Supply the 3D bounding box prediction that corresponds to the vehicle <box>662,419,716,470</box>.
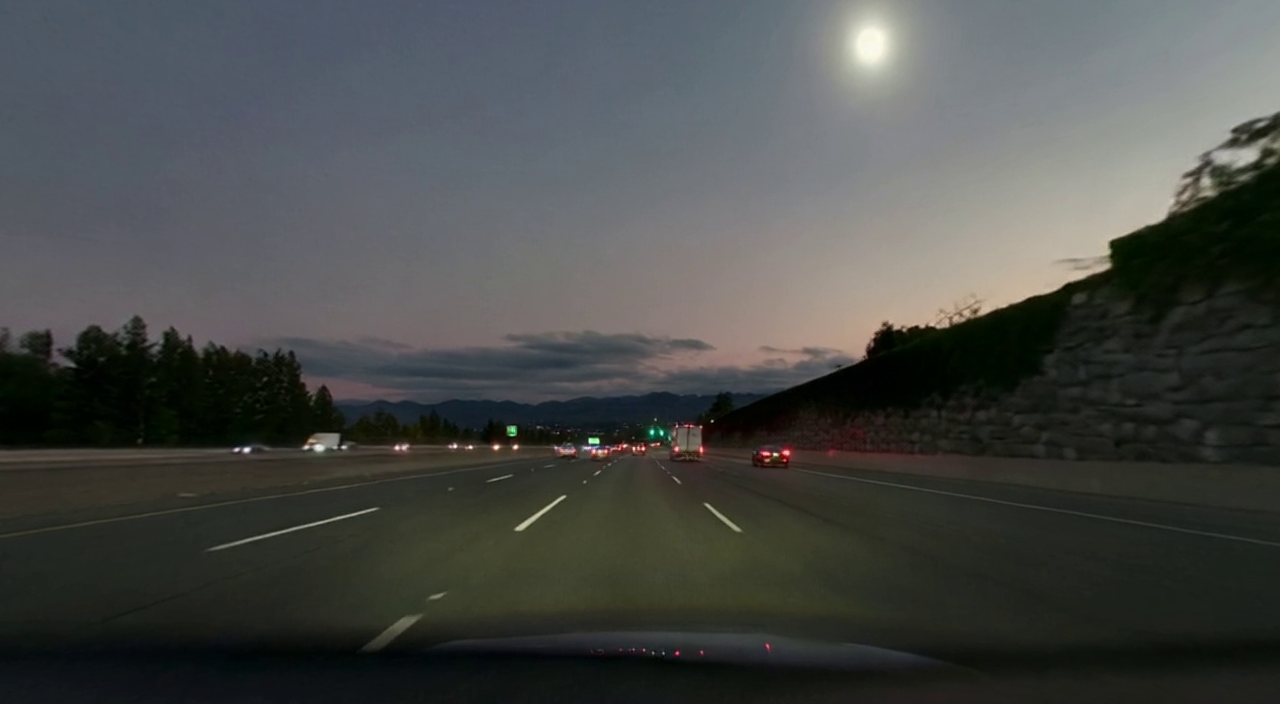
[{"bbox_3d":[3.258,6.481,44.088,2.795,3.187,7.205,0,-9,-3],"label":"vehicle"}]
